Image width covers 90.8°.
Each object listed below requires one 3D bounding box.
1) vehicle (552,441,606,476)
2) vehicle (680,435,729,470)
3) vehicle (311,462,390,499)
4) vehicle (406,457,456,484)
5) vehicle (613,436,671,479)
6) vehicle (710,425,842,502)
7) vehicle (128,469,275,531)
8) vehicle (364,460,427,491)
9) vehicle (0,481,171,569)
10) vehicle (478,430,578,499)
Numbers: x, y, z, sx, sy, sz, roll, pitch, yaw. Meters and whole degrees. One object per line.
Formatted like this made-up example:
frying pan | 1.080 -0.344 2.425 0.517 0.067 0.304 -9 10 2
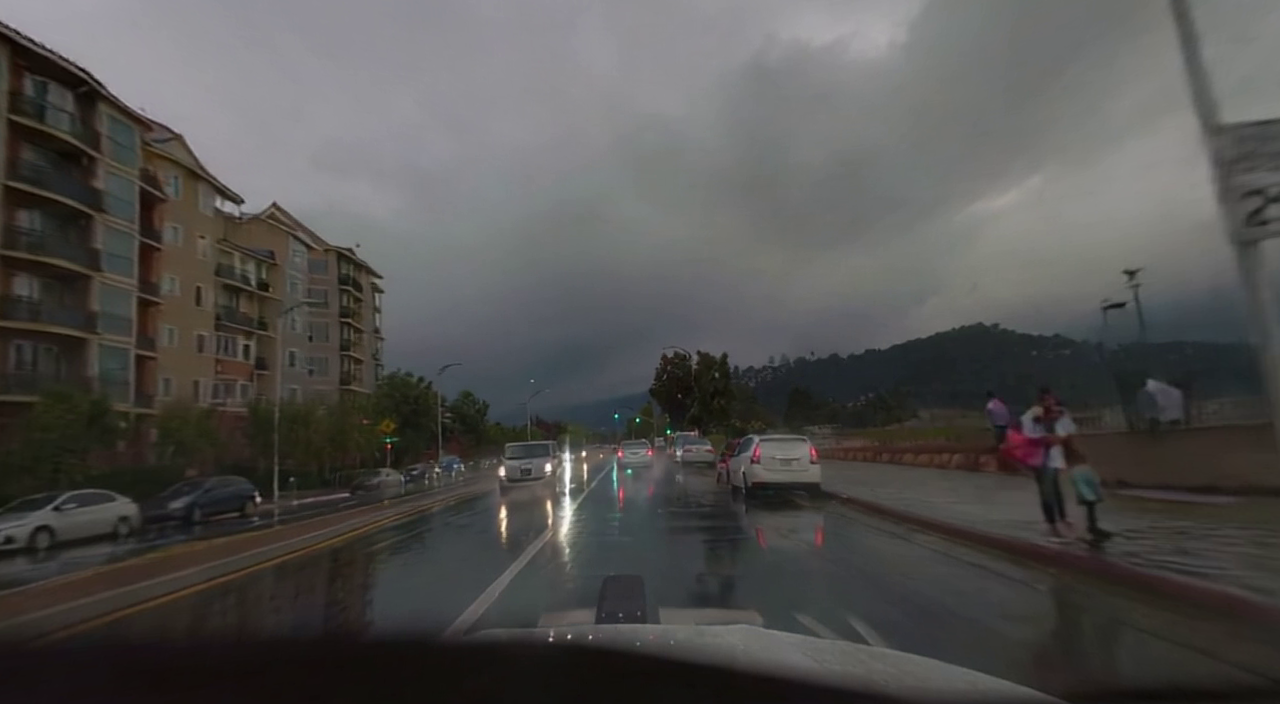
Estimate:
vehicle | -2.744 4.947 29.564 2.109 1.477 4.509 0 -8 0
vehicle | 2.987 4.765 30.184 1.933 1.501 4.349 0 -8 0
vehicle | -13.940 6.195 30.740 1.844 1.499 4.421 0 -8 -1
vehicle | -13.863 7.922 42.154 1.835 1.476 4.532 -7 -11 -1
vehicle | 0.075 3.949 23.868 2.026 1.496 3.701 0 -8 0
vehicle | 3.032 2.607 15.222 2.077 1.532 4.694 0 -8 -1
vehicle | -13.839 4.655 20.304 1.839 1.594 4.055 0 -8 -1
vehicle | -13.792 6.981 35.922 1.752 1.479 4.575 0 -8 0
vehicle | -13.775 3.954 15.007 1.907 1.480 4.498 0 -8 -2
vehicle | -3.038 3.143 18.091 2.065 1.705 4.353 0 -8 0
